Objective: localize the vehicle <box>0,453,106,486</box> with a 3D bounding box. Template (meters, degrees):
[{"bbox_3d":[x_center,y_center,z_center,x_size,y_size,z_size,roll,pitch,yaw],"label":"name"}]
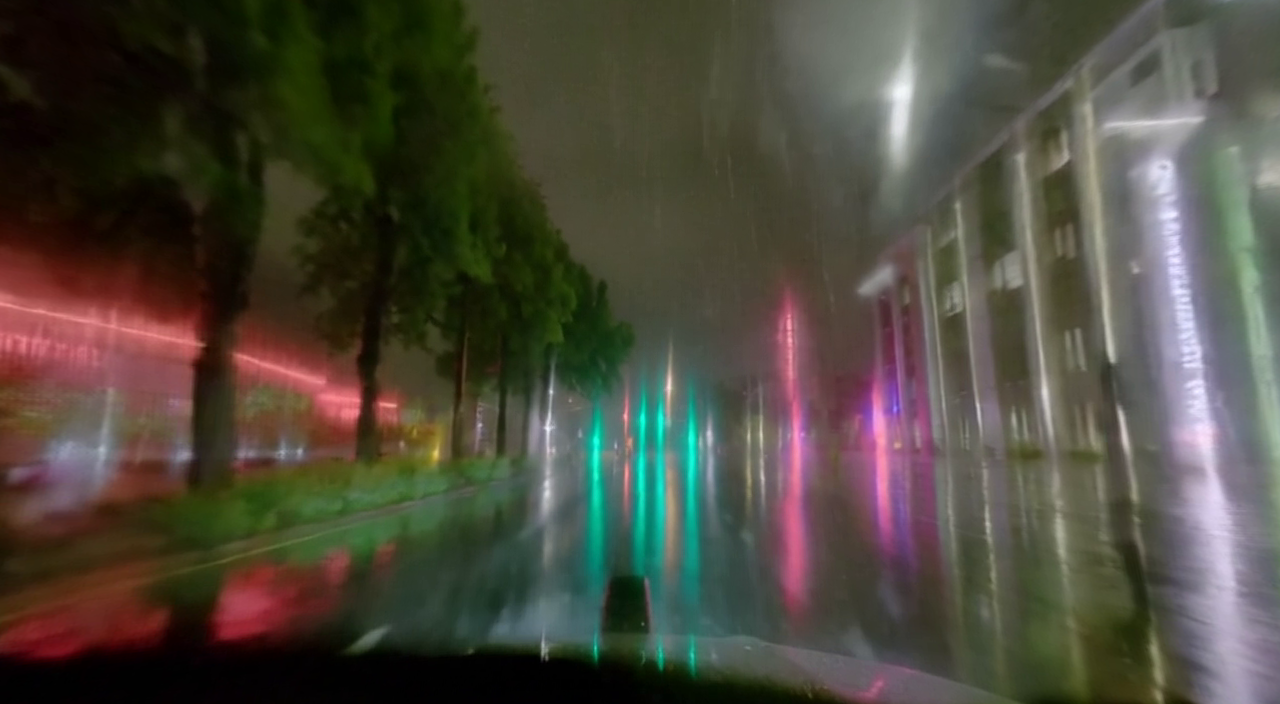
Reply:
[{"bbox_3d":[-35.253,6.951,37.630,4.912,1.775,1.996,8,-11,-42],"label":"vehicle"}]
